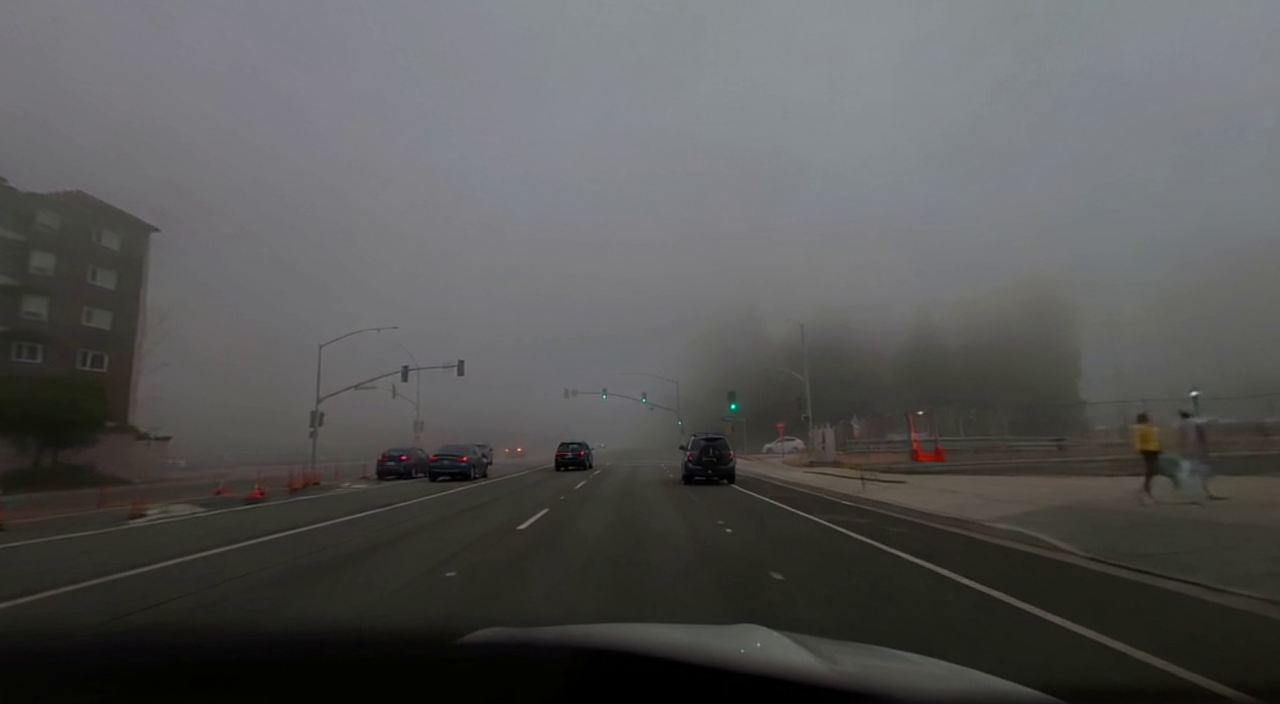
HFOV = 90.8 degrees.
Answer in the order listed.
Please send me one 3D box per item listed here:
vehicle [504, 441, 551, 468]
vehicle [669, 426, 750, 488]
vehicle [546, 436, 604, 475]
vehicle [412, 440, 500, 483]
[{"bbox_3d":[-6.565,6.026,37.137,1.993,1.492,3.666,0,-8,2],"label":"vehicle"},{"bbox_3d":[2.173,3.451,21.049,2.197,1.835,4.316,0,-8,0],"label":"vehicle"},{"bbox_3d":[-2.865,4.679,28.728,2.121,1.654,3.993,0,-8,1],"label":"vehicle"},{"bbox_3d":[-7.040,4.220,24.664,1.928,1.488,4.635,0,-8,1],"label":"vehicle"}]
